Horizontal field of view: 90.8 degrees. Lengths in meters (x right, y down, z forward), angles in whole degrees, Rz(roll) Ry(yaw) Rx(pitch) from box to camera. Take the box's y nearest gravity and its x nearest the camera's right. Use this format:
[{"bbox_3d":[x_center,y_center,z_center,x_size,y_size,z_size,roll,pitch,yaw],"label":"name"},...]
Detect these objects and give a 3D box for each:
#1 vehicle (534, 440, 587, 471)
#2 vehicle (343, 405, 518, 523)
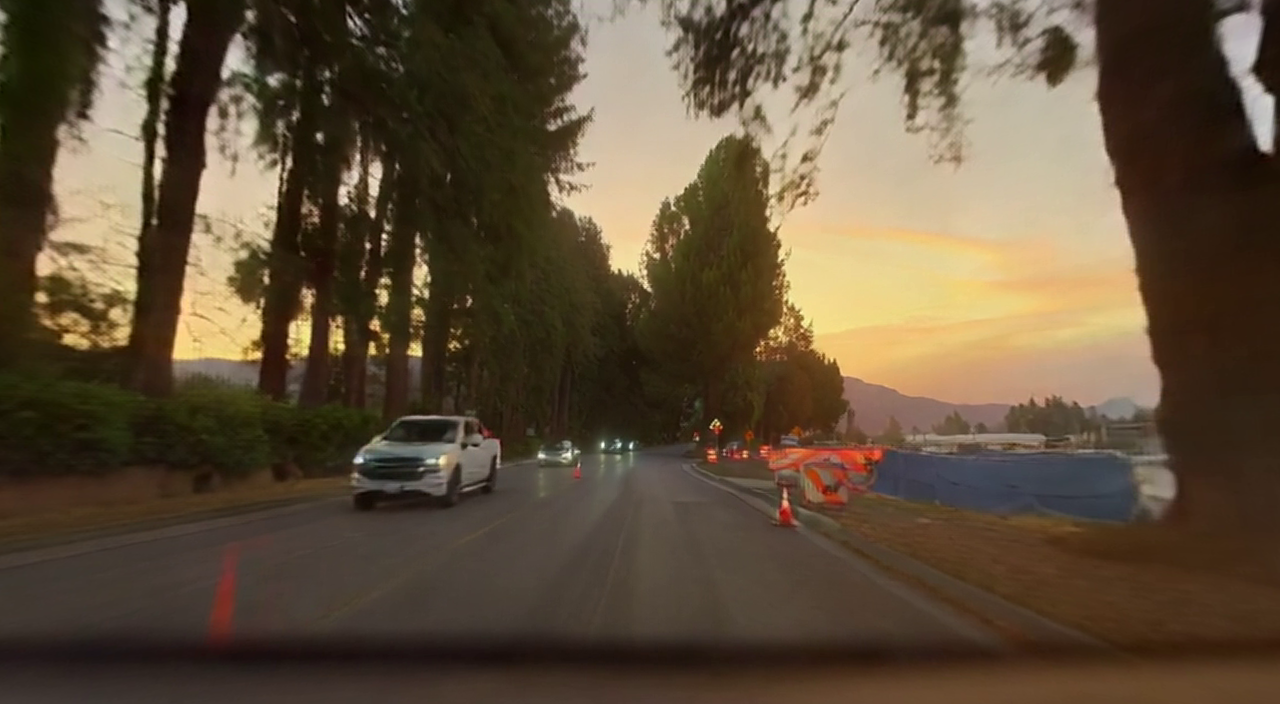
[{"bbox_3d":[-4.004,5.260,32.365,1.964,1.481,4.199,-1,-8,3],"label":"vehicle"},{"bbox_3d":[-4.074,2.268,13.266,2.064,2.009,4.512,0,-8,1],"label":"vehicle"}]
